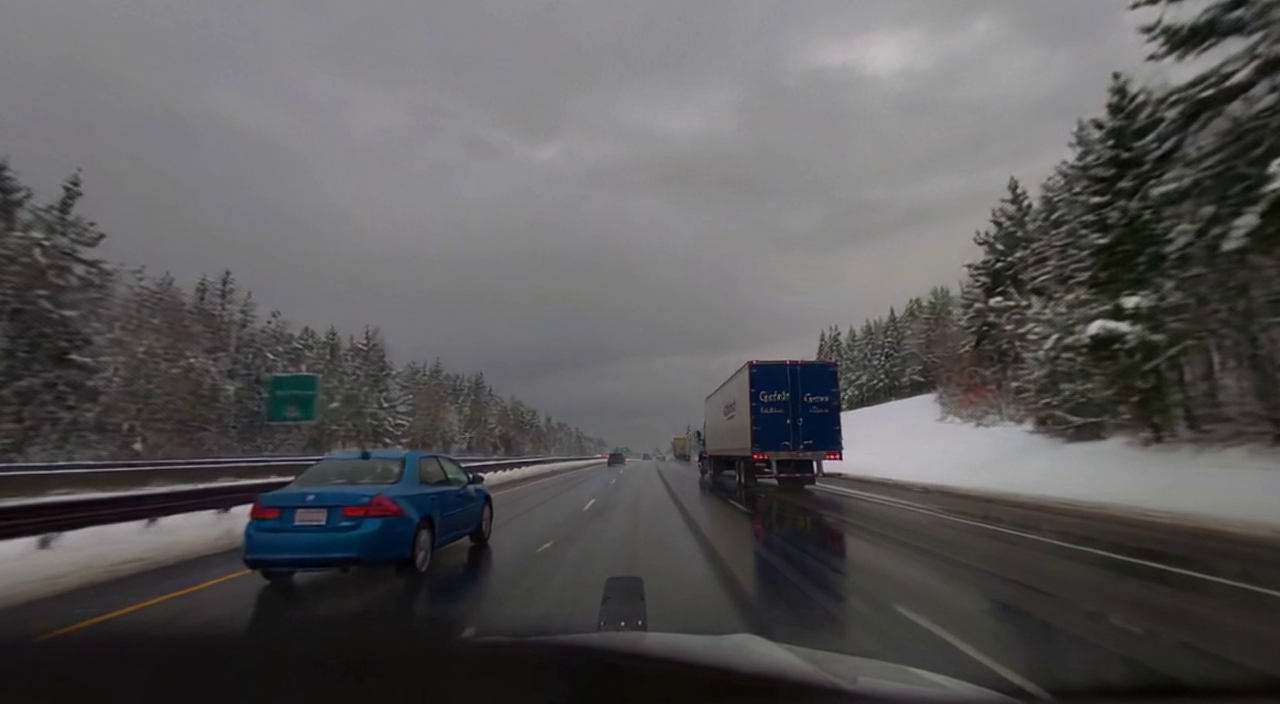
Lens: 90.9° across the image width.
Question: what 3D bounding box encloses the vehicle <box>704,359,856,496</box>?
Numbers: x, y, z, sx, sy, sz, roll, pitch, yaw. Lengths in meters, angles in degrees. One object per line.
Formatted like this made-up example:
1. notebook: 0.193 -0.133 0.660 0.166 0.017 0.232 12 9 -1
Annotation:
1. vehicle: 4.716 3.211 25.012 2.858 3.952 13.731 0 -9 0

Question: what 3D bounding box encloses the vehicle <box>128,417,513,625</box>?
1. vehicle: -2.905 1.641 7.093 1.960 1.579 4.384 0 -9 1
